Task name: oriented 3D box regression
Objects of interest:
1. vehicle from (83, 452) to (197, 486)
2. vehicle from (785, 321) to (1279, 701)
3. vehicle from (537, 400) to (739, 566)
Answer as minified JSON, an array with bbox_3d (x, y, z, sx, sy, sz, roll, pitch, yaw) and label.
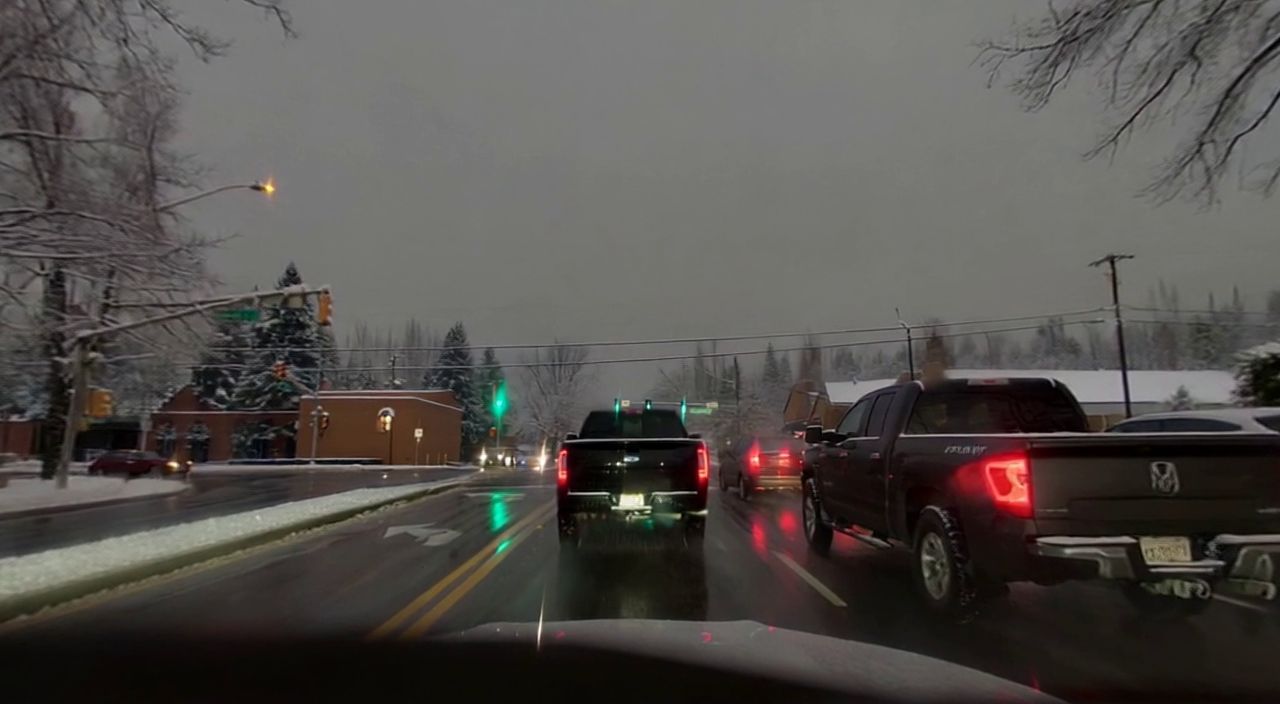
[{"bbox_3d":[-26.528,6.186,33.725,4.437,1.669,1.936,5,-10,-30],"label":"vehicle"},{"bbox_3d":[3.324,1.218,6.150,2.412,1.953,5.682,0,-9,-1],"label":"vehicle"},{"bbox_3d":[-0.087,1.826,9.593,2.240,1.821,5.001,0,-9,-2],"label":"vehicle"}]
